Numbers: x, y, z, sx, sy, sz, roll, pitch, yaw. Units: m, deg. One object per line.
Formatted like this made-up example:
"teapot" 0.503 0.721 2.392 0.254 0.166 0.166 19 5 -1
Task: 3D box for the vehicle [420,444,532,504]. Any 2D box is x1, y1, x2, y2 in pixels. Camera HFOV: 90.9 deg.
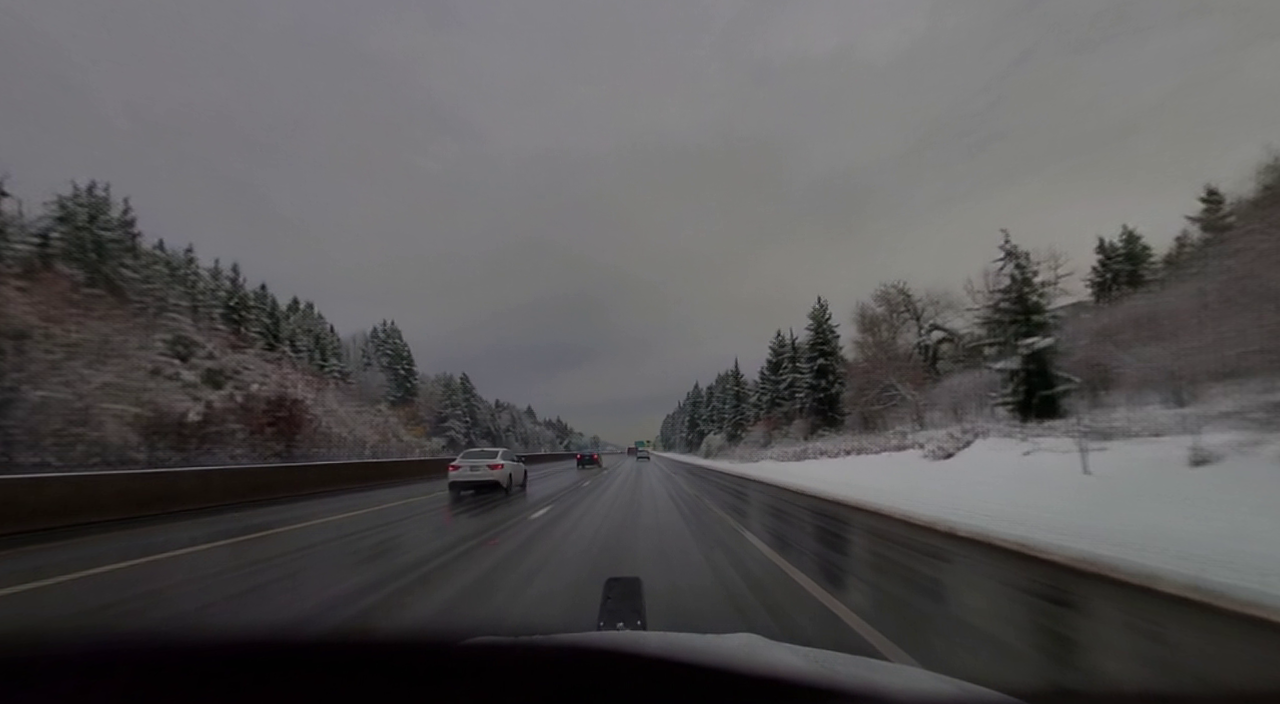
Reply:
"vehicle" -4.571 3.472 18.385 1.975 1.501 4.603 0 -9 1

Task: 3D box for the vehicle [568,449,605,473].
"vehicle" -3.403 7.012 40.743 2.005 1.474 3.921 0 -9 1
